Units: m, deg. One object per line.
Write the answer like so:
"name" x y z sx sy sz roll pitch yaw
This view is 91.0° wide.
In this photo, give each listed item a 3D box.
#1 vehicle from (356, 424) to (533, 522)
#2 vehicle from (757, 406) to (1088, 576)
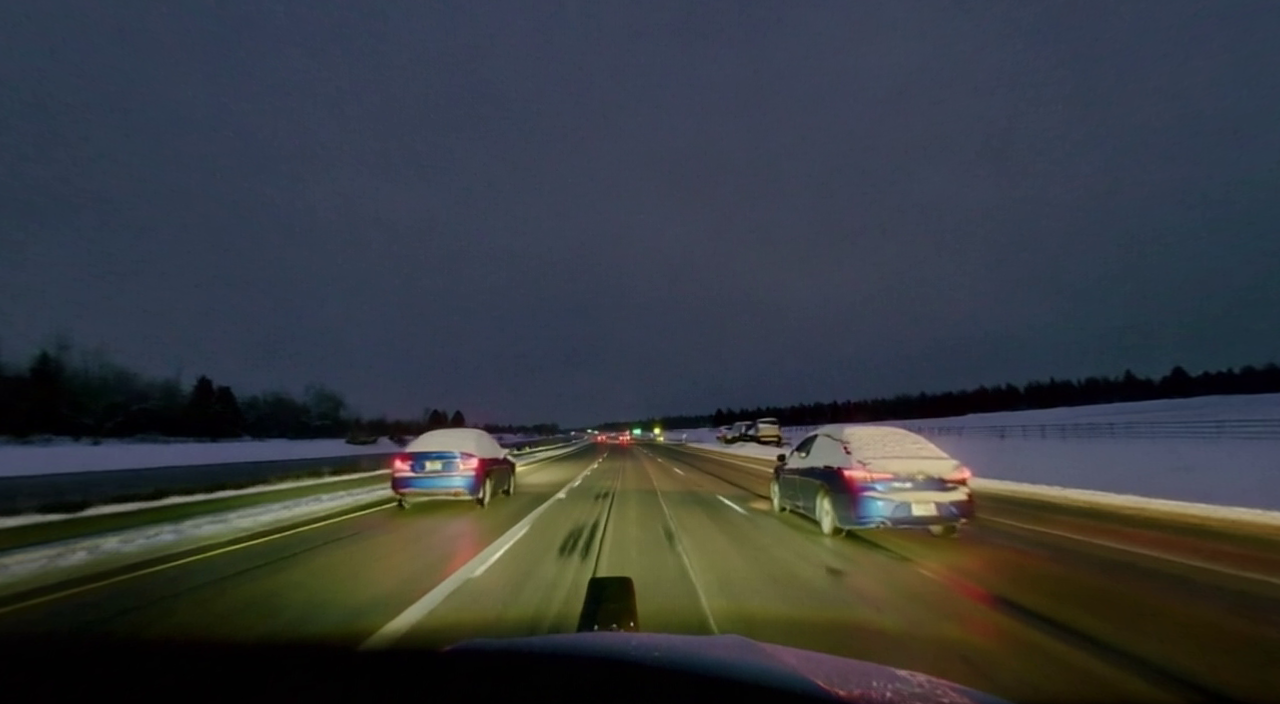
"vehicle" -3.629 2.338 12.735 2.206 1.604 4.374 0 -8 0
"vehicle" 3.217 1.676 8.408 2.349 1.651 4.161 0 -8 -2
